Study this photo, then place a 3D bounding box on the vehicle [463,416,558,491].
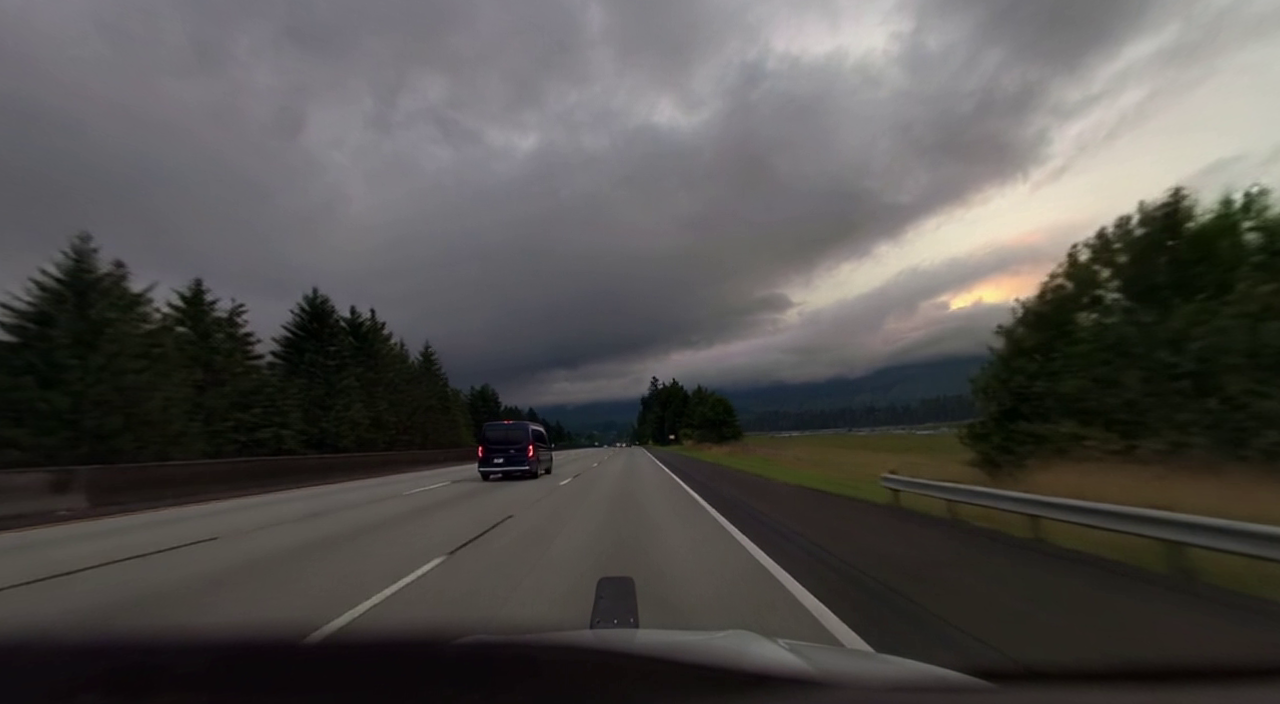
[{"bbox_3d":[-3.887,3.144,19.778,1.976,2.029,4.737,-1,-8,0],"label":"vehicle"}]
